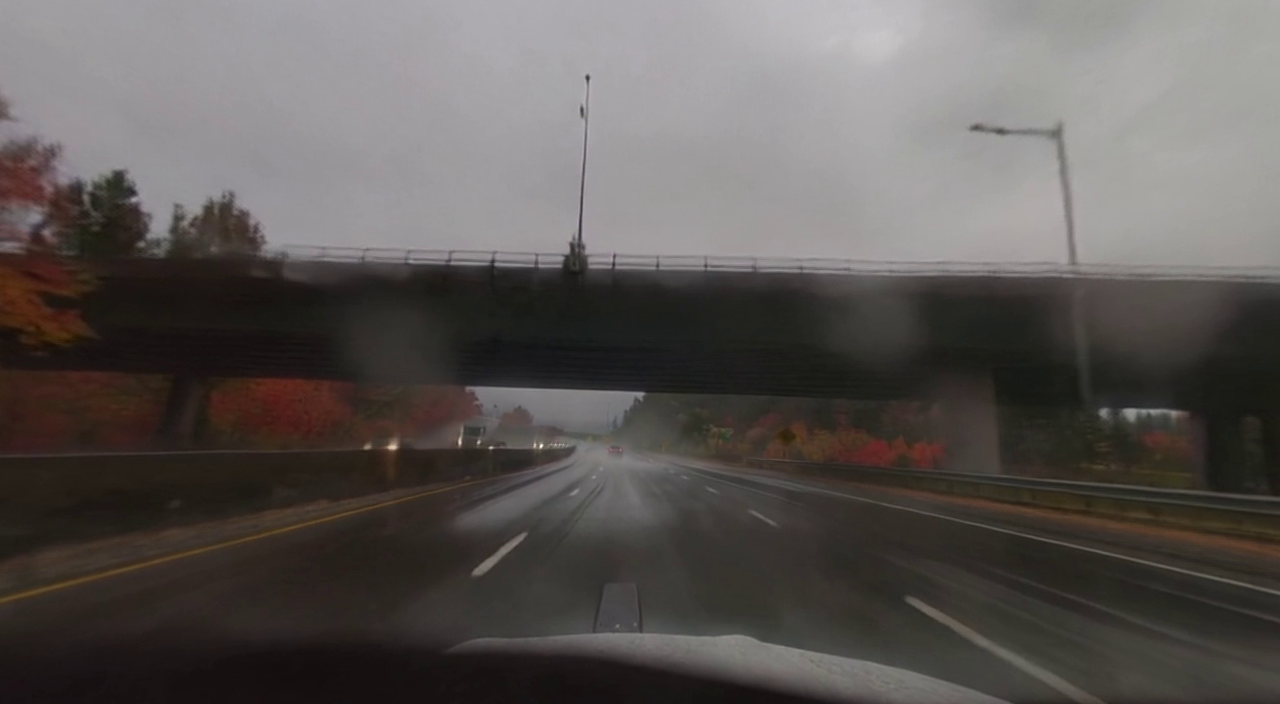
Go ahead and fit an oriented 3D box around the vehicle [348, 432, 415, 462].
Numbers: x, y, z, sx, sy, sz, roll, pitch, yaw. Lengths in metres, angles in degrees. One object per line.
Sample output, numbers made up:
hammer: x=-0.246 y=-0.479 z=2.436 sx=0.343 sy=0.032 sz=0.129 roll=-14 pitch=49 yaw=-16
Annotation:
vehicle: x=-13.793 y=5.100 z=33.640 sx=1.863 sy=1.504 sz=4.065 roll=0 pitch=-9 yaw=0
